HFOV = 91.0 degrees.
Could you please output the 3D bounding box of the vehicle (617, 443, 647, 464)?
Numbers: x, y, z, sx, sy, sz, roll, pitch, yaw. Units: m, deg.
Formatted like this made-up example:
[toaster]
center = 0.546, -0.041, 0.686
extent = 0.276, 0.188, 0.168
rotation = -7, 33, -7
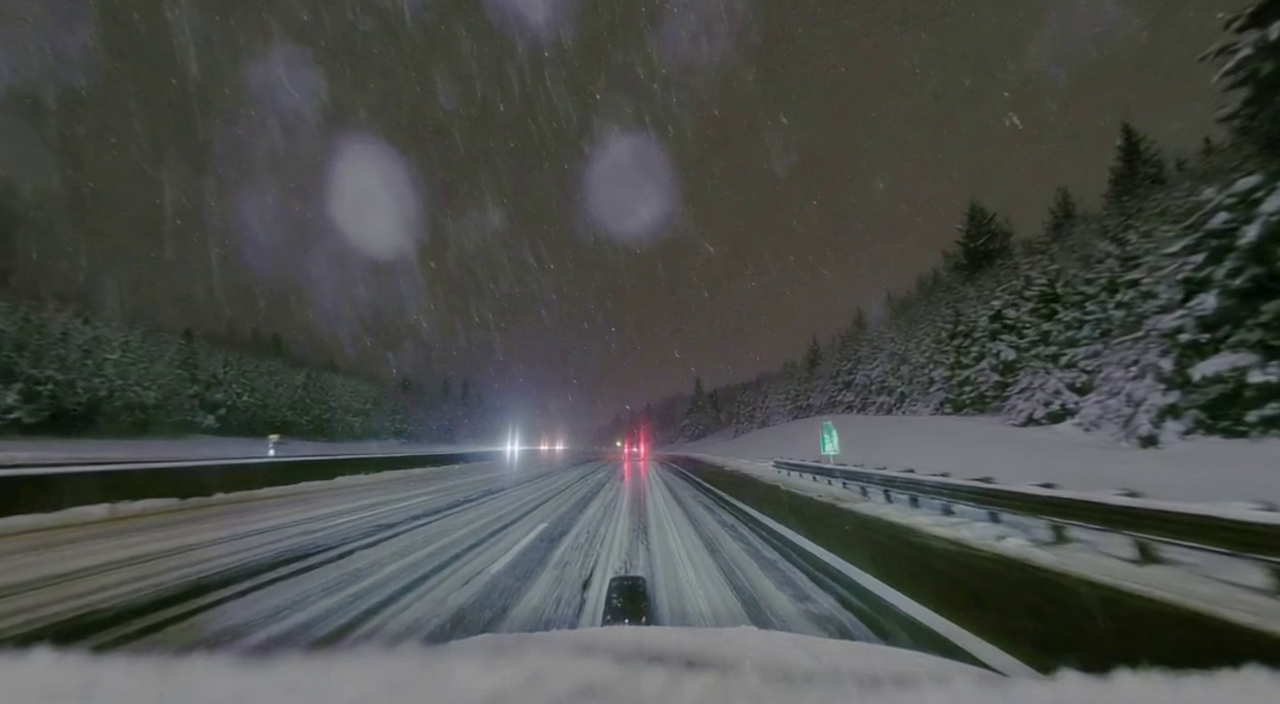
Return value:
[vehicle]
center = -0.596, 7.508, 46.699
extent = 2.083, 1.524, 4.251
rotation = 0, -8, 0
